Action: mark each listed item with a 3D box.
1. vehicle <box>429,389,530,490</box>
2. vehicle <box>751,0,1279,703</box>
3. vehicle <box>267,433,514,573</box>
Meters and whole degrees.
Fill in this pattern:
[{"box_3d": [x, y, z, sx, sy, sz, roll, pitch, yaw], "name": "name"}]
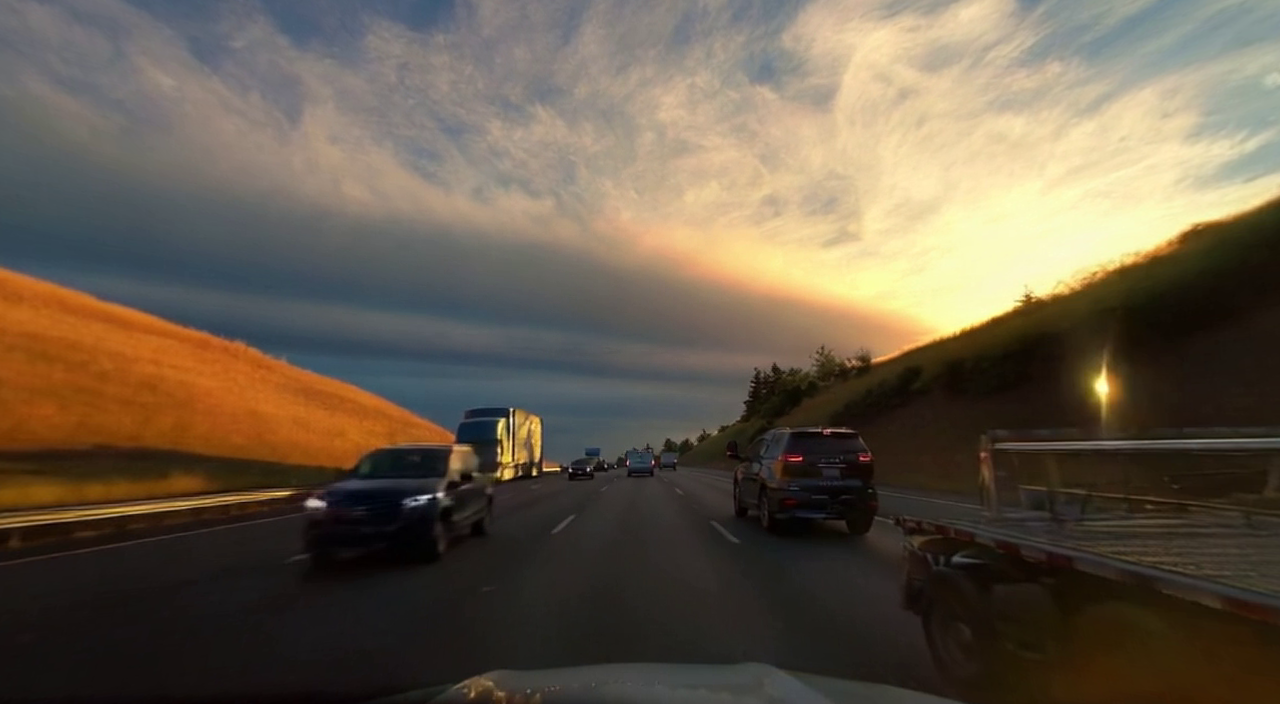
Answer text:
[{"box_3d": [-6.858, 3.893, 27.962, 2.910, 3.989, 5.837, 0, -9, 0], "name": "vehicle"}, {"box_3d": [3.281, -0.095, 3.469, 2.845, 4.071, 14.008, 0, -9, 0], "name": "vehicle"}, {"box_3d": [-3.202, 2.007, 9.101, 1.949, 1.555, 3.888, 0, -9, 0], "name": "vehicle"}]
